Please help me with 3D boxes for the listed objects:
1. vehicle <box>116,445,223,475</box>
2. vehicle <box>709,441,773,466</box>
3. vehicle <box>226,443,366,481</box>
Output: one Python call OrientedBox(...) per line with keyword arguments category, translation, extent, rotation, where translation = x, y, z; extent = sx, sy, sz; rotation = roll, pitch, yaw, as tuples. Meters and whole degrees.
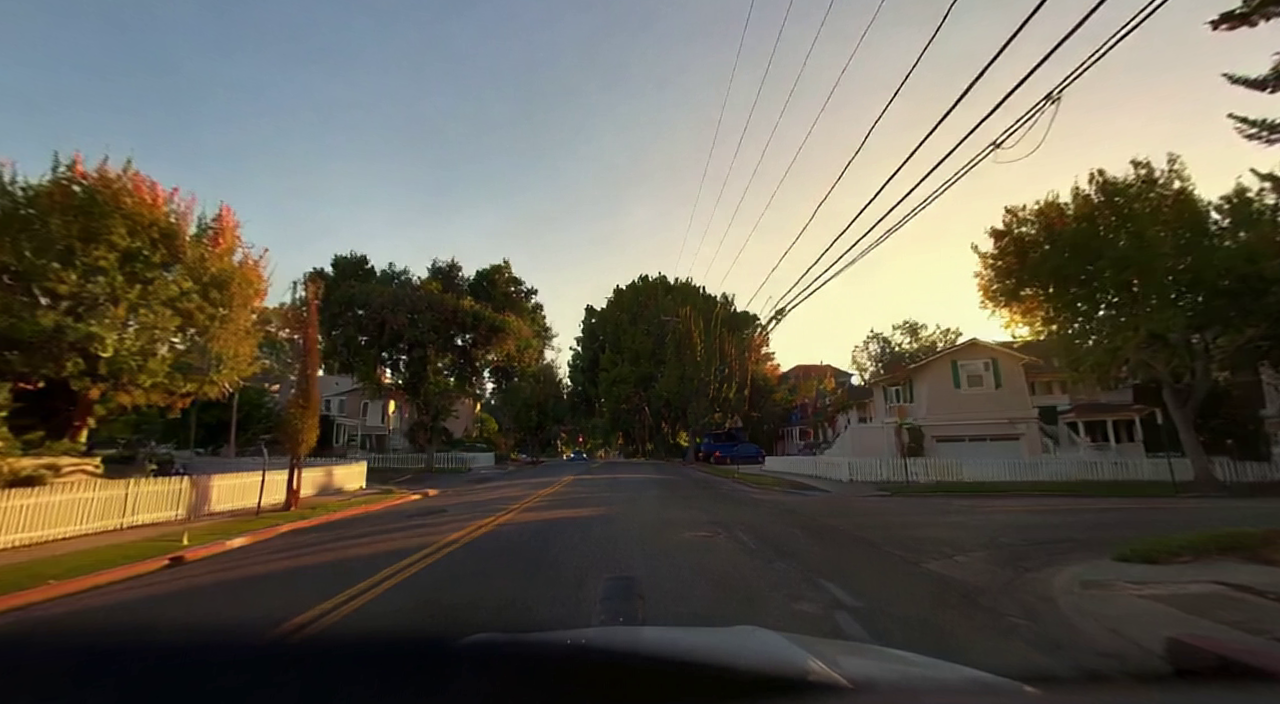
OrientedBox(category="vehicle", translation=(-25.706, 5.888, 34.605), extent=(4.338, 1.496, 1.857), rotation=(0, -5, -1))
OrientedBox(category="vehicle", translation=(7.539, 7.640, 47.614), extent=(4.412, 1.565, 1.957), rotation=(-3, -9, 0))
OrientedBox(category="vehicle", translation=(-14.499, 4.647, 26.822), extent=(4.751, 1.459, 1.996), rotation=(-1, -8, 0))
